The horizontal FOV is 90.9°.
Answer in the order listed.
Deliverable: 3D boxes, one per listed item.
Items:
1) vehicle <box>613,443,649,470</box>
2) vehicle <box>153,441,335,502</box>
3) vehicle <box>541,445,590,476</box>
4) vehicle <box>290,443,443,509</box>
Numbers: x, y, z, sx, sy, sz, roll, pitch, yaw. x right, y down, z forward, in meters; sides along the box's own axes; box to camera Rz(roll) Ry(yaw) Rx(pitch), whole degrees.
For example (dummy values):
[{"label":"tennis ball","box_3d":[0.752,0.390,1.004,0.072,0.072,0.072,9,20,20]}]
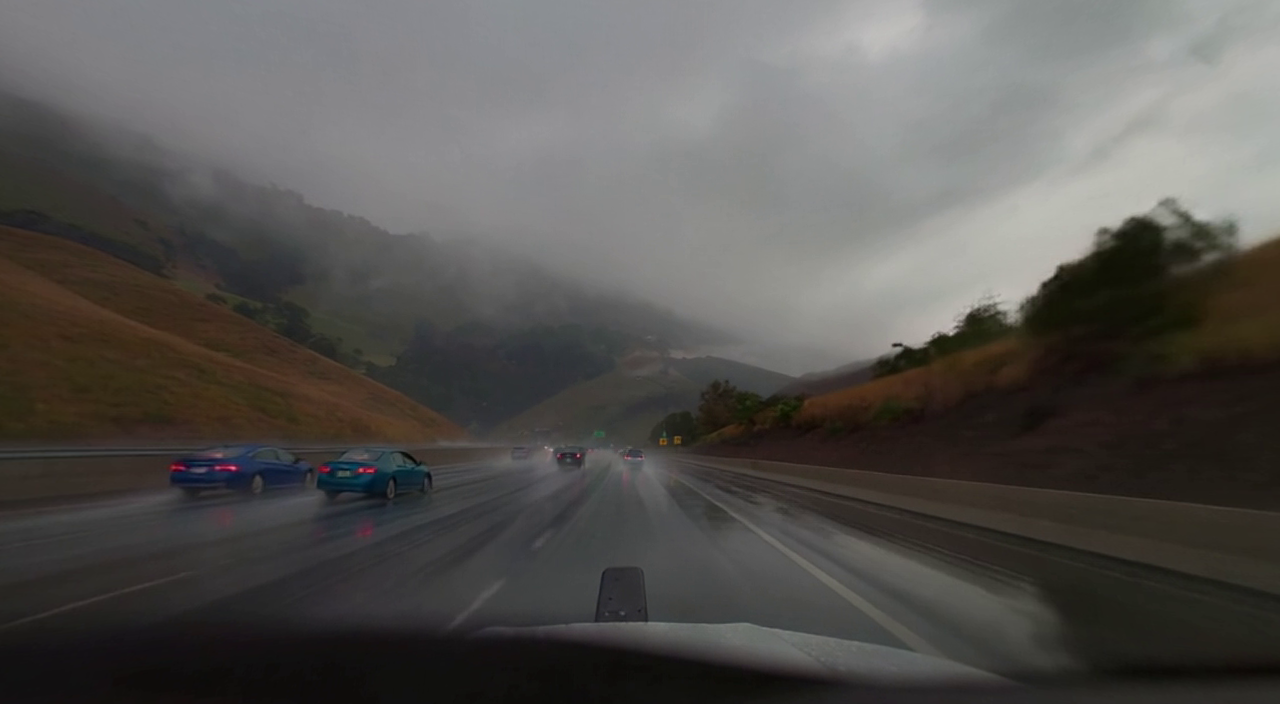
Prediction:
[{"label":"vehicle","box_3d":[-0.652,6.791,41.282,2.225,1.674,4.044,0,-8,-2]},{"label":"vehicle","box_3d":[-11.027,3.328,18.144,2.048,1.501,4.898,0,-8,0]},{"label":"vehicle","box_3d":[-3.827,5.675,33.362,2.144,1.505,4.649,0,-8,-1]},{"label":"vehicle","box_3d":[-6.718,3.057,16.105,1.991,1.441,4.265,0,-8,0]}]
